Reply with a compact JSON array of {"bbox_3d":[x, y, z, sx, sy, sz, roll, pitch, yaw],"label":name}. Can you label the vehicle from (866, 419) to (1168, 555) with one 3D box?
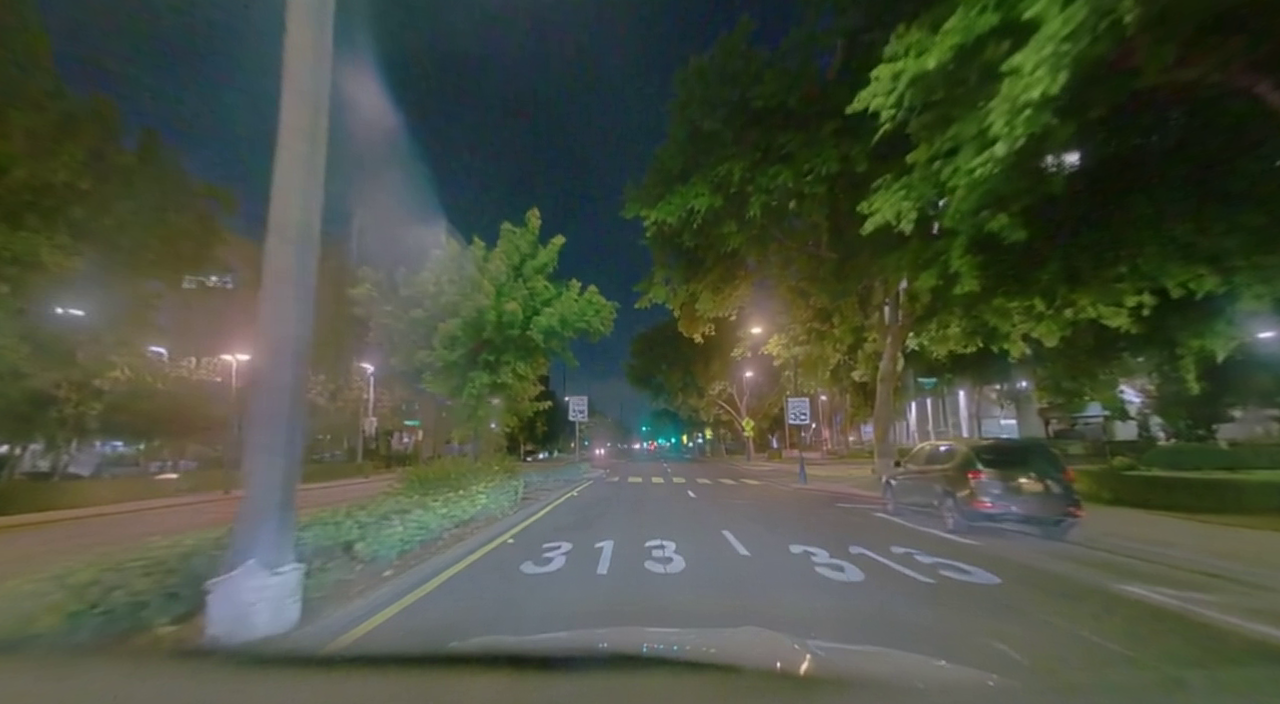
[{"bbox_3d":[6.071,2.227,11.242,2.104,1.826,5.301,0,-9,0],"label":"vehicle"}]
